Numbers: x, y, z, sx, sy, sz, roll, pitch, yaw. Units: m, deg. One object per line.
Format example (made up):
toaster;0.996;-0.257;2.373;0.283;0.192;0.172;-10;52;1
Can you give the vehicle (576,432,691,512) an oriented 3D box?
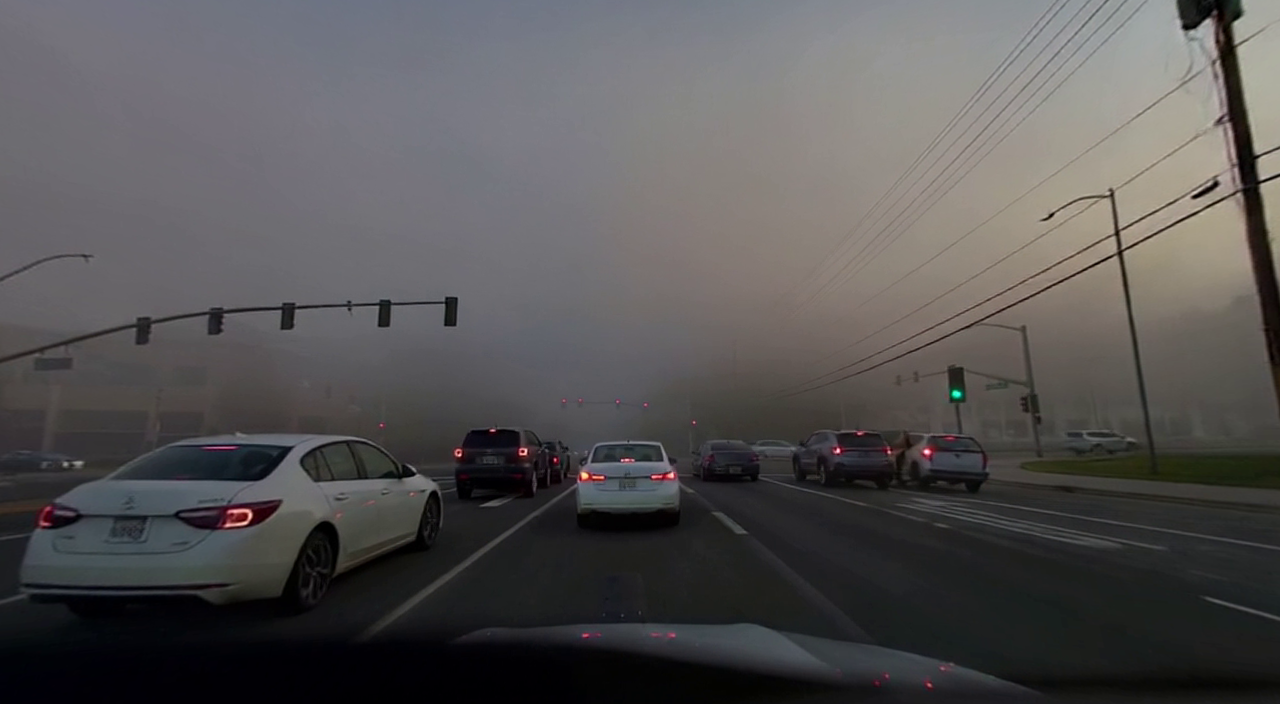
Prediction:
vehicle;-0.137;2.483;13.549;2.098;1.431;3.958;0;-8;0

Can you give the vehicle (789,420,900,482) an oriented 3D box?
vehicle;7.174;3.552;22.905;2.156;1.982;5.358;0;-8;-1

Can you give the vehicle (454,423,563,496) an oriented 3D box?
vehicle;-3.386;2.866;17.174;2.033;1.714;4.278;0;-8;0

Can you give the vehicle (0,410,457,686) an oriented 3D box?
vehicle;-3.205;1.366;5.604;1.837;1.463;4.311;0;-8;0

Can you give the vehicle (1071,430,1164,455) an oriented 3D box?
vehicle;35.502;6.742;47.086;5.147;1.774;2.049;0;-9;2

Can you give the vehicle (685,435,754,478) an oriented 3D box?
vehicle;2.998;4.064;24.932;1.987;1.515;4.521;0;-8;-2

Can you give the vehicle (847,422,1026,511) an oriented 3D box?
vehicle;6.423;2.512;14.340;1.945;1.706;4.190;0;-8;-1
